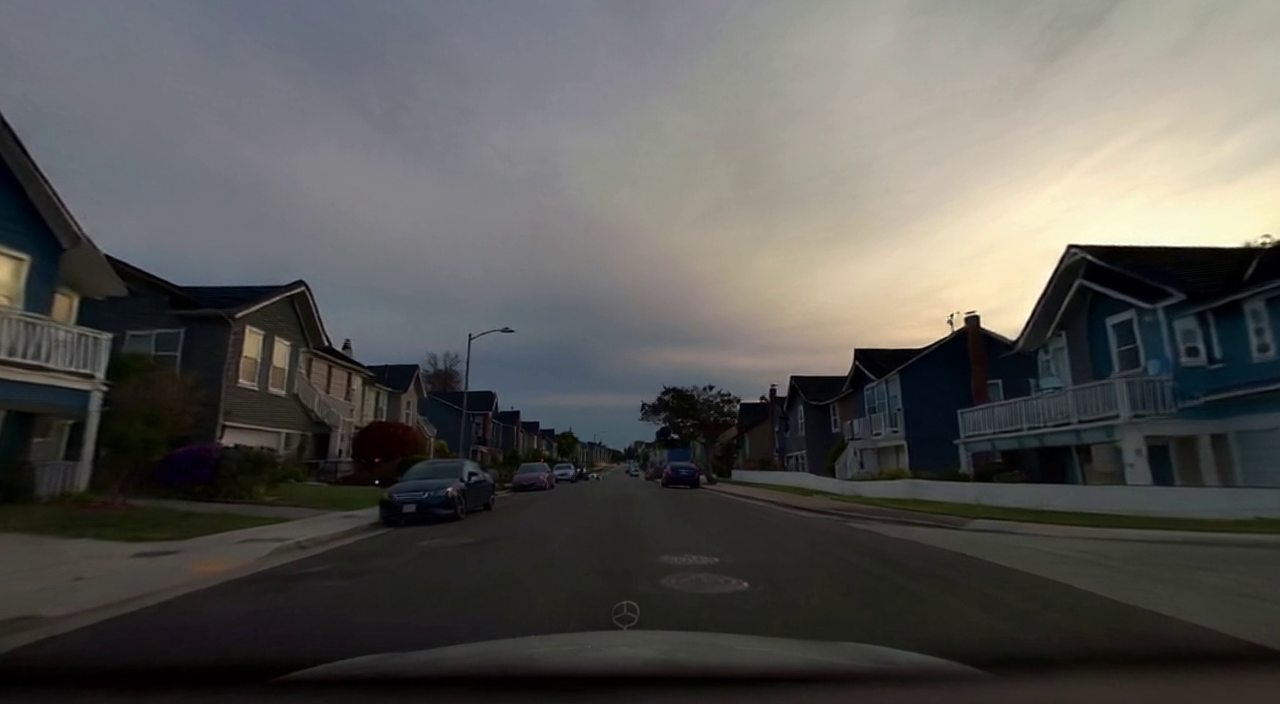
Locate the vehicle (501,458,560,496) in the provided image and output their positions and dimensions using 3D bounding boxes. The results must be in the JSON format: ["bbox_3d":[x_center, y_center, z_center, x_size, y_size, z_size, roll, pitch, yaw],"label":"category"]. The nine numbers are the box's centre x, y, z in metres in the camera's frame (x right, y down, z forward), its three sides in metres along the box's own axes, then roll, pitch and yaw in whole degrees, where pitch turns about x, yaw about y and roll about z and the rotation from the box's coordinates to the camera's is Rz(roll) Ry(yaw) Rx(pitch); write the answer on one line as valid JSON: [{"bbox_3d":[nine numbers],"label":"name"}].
[{"bbox_3d":[-4.971,5.728,29.278,2.020,1.470,5.300,0,-9,-3],"label":"vehicle"}]

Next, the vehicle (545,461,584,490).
[{"bbox_3d":[-4.850,7.974,40.939,2.089,1.508,4.537,2,-7,-2],"label":"vehicle"}]

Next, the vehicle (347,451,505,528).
[{"bbox_3d":[-4.665,3.086,14.633,2.080,1.471,4.638,1,-10,-1],"label":"vehicle"}]

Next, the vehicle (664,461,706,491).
[{"bbox_3d":[2.502,7.026,35.845,1.888,1.484,4.476,0,-9,-2],"label":"vehicle"}]
